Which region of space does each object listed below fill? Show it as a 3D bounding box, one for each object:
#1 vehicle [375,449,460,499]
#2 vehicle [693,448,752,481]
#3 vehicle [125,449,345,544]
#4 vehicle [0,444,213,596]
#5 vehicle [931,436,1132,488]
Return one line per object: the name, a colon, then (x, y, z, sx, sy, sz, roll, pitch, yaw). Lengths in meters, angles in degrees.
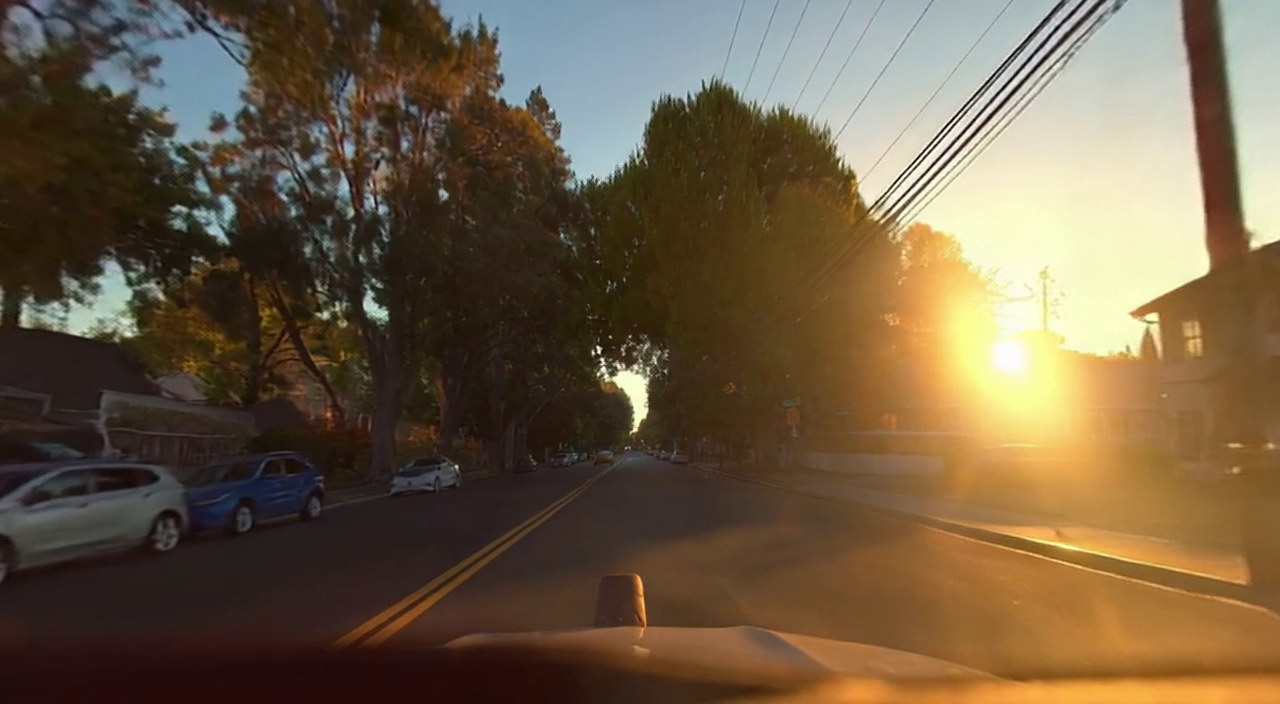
vehicle: (-8.815, 4.847, 25.466, 1.970, 1.785, 4.274, 0, -8, -2)
vehicle: (4.158, 5.737, 32.566, 2.052, 1.476, 4.438, -2, -9, -4)
vehicle: (-8.584, 3.026, 13.998, 1.913, 1.723, 4.318, 0, -8, 1)
vehicle: (-8.574, 2.206, 8.914, 1.975, 1.775, 4.509, 0, -8, -1)
vehicle: (11.748, 3.323, 19.248, 4.716, 1.480, 2.023, 0, -8, 1)
